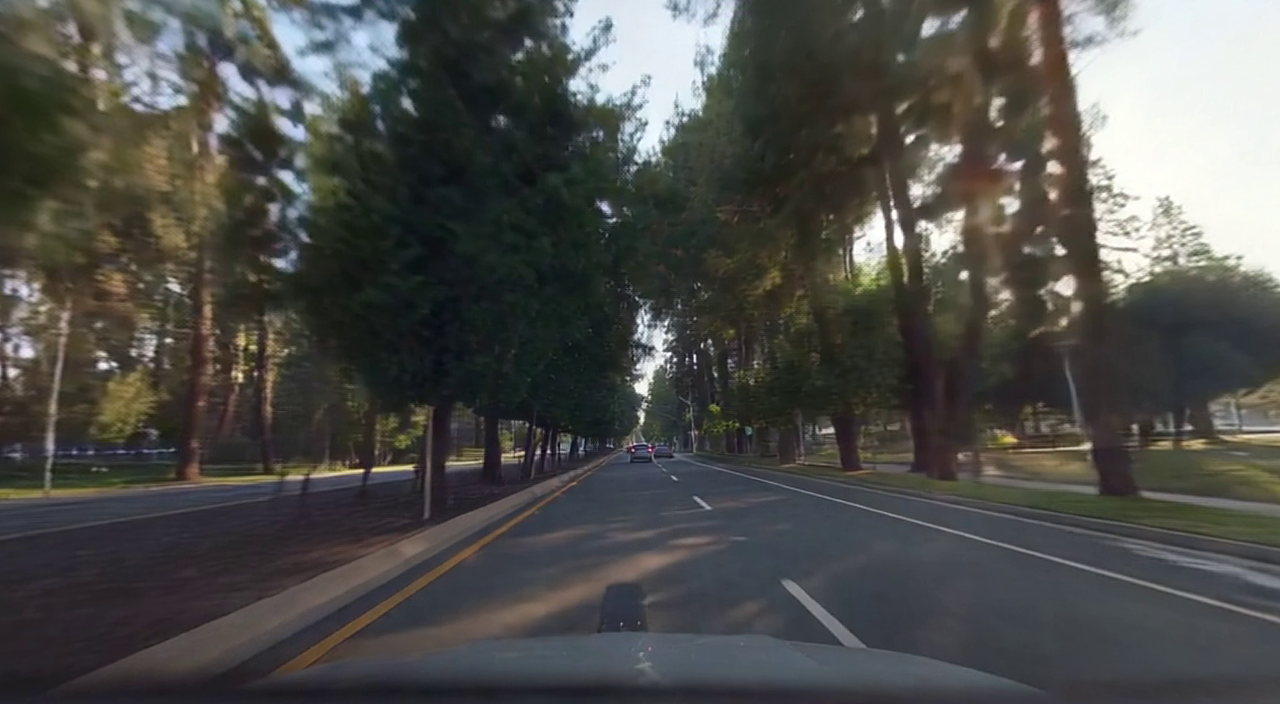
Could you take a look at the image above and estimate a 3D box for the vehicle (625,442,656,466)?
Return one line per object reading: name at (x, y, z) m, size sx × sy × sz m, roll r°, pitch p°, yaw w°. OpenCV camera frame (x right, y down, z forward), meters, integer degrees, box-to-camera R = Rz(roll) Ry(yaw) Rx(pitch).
vehicle at (0.026, 6.992, 43.520) m, size 2.048 × 1.584 × 4.393 m, roll 0°, pitch -8°, yaw -1°
